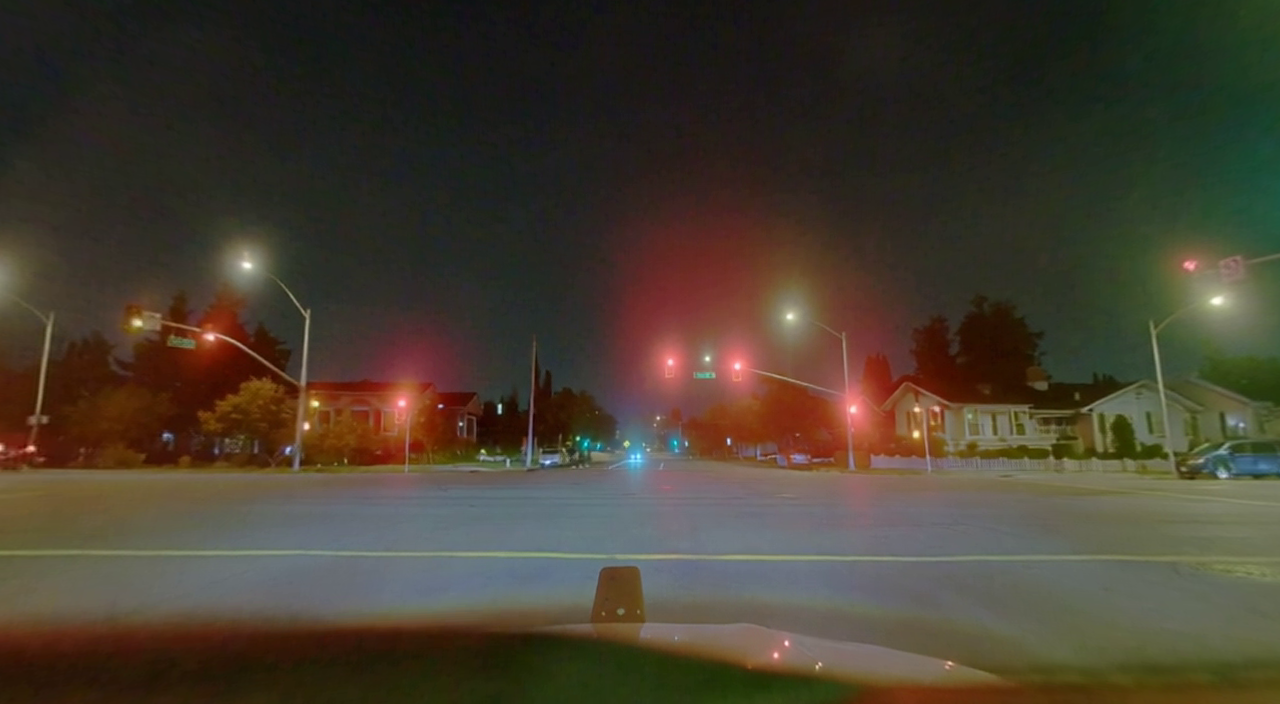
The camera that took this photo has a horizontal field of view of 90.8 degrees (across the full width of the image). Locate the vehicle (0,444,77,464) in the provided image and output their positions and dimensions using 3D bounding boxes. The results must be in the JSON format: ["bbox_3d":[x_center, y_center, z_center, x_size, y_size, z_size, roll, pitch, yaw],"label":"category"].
[{"bbox_3d":[-44.257,7.490,46.479,3.949,1.422,1.744,0,-9,2],"label":"vehicle"}]

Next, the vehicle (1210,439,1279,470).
[{"bbox_3d":[37.603,6.148,38.009,1.915,1.773,4.499,1,-9,-9],"label":"vehicle"}]

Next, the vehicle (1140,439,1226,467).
[{"bbox_3d":[36.794,6.852,42.981,1.853,1.723,4.460,0,-9,0],"label":"vehicle"}]
